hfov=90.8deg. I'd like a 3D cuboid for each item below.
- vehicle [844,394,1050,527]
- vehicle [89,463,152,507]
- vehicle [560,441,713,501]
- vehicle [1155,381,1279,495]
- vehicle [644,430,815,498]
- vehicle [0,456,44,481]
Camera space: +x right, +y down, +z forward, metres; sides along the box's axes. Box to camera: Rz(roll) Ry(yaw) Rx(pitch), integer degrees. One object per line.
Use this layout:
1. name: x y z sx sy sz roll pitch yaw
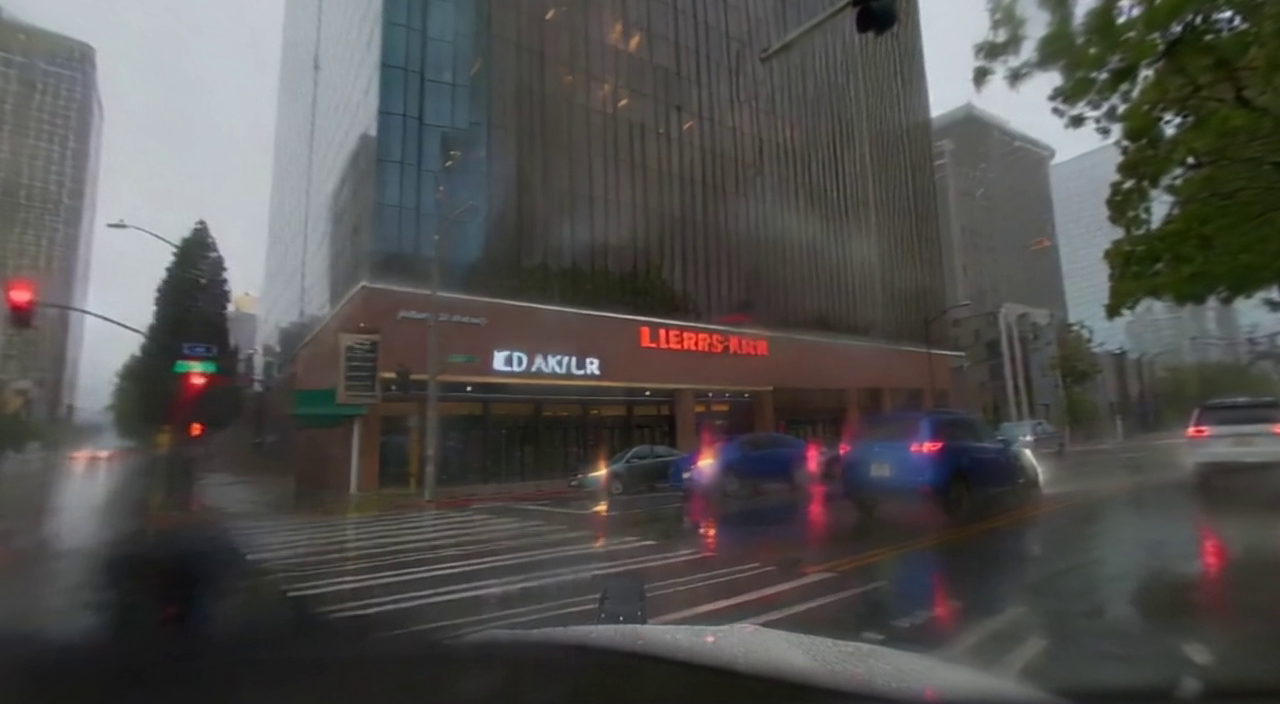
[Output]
1. vehicle: 5.203 1.754 10.433 2.023 1.702 4.152 -7 -12 39
2. vehicle: -22.537 5.723 27.455 1.920 1.605 4.091 3 -10 -39
3. vehicle: -0.034 3.376 18.165 4.021 1.508 1.989 8 -12 -39
4. vehicle: 12.639 1.742 12.839 4.796 1.953 2.352 6 -11 -40
5. vehicle: 2.413 2.880 16.456 4.504 1.507 1.857 8 -12 -40
6. vehicle: -41.369 7.677 41.916 2.097 1.508 4.202 7 -11 -37
